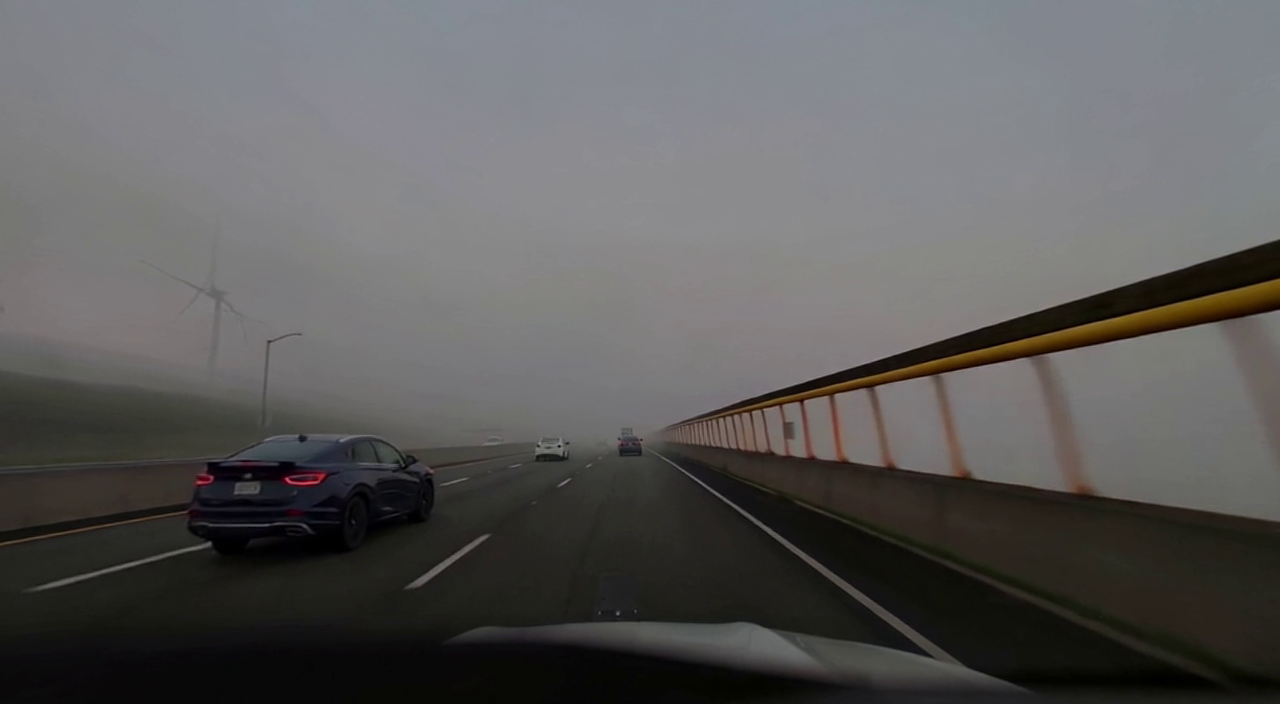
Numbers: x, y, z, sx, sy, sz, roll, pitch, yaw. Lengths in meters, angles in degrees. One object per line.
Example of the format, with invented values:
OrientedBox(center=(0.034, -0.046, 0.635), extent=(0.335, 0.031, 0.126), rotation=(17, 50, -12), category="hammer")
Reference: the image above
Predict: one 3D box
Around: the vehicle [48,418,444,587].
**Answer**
OrientedBox(center=(-4.172, 1.630, 7.880), extent=(1.998, 1.468, 4.635), rotation=(0, -8, -1), category="vehicle")

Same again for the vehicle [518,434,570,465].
OrientedBox(center=(-4.761, 4.908, 31.928), extent=(2.059, 1.436, 3.802), rotation=(0, -8, 0), category="vehicle")

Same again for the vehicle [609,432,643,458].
OrientedBox(center=(-0.830, 5.734, 38.936), extent=(2.027, 1.550, 3.607), rotation=(0, -8, -1), category="vehicle")
